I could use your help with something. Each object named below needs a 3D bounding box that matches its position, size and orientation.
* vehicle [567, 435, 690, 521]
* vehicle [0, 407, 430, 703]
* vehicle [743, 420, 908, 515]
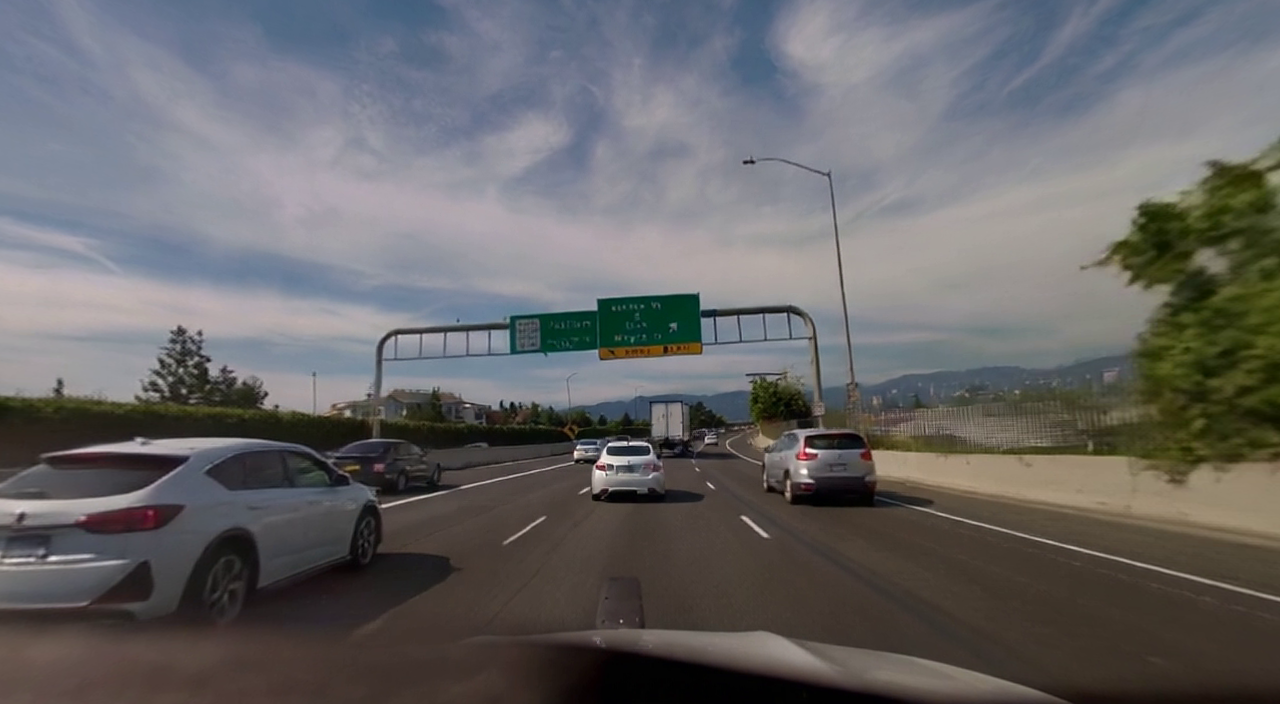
[{"bbox_3d":[-0.167,2.496,13.031,2.136,1.470,3.971,0,-9,1],"label":"vehicle"},{"bbox_3d":[-3.693,1.351,5.125,2.130,1.474,5.027,-1,-9,2],"label":"vehicle"},{"bbox_3d":[3.686,2.406,13.627,2.166,1.666,4.618,0,-9,0],"label":"vehicle"}]
